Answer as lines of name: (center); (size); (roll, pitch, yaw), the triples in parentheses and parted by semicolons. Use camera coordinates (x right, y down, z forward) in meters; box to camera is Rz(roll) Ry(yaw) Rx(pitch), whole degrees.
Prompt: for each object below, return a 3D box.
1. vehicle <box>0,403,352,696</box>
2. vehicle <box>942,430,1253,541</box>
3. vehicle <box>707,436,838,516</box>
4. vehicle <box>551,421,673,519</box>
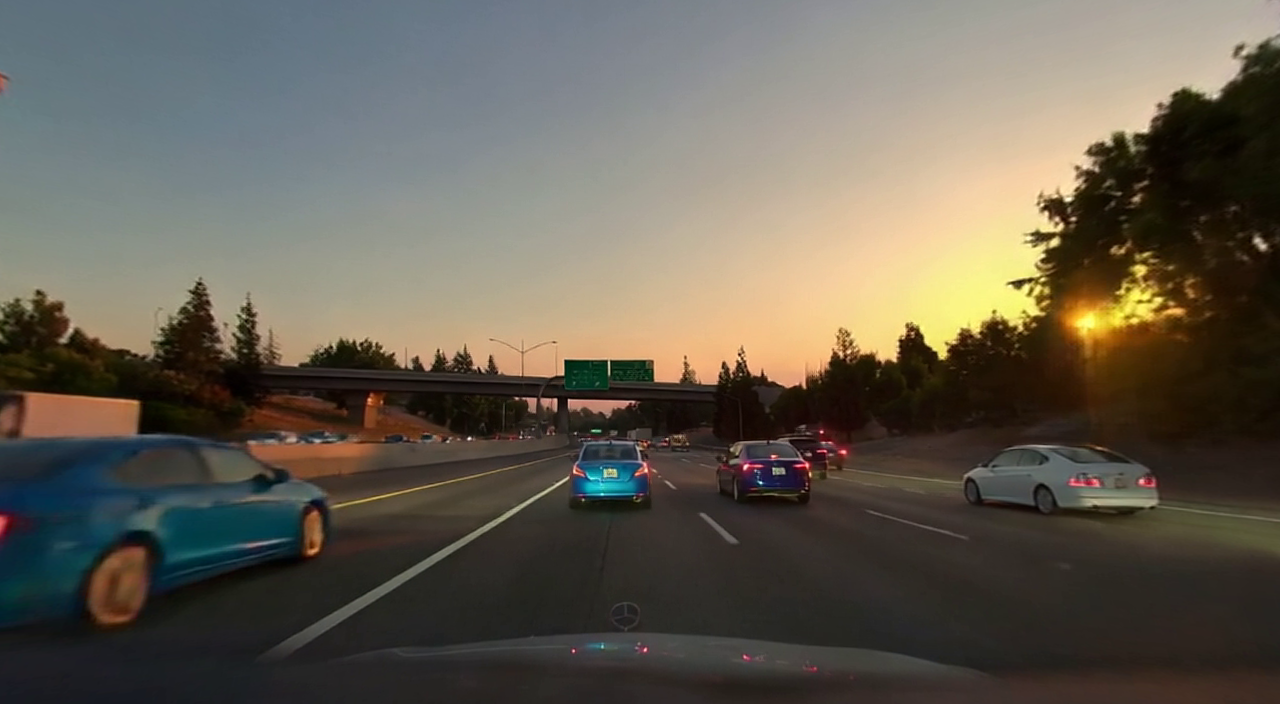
vehicle: (-4.429, 1.275, 4.864); (2.071, 1.537, 4.912); (0, -9, 0)
vehicle: (8.083, 2.374, 11.910); (2.106, 1.641, 4.671); (1, -9, -5)
vehicle: (2.829, 2.761, 14.506); (1.975, 1.532, 4.227); (1, -9, -2)
vehicle: (-0.544, 2.406, 13.264); (2.181, 1.728, 3.970); (1, -9, -2)
